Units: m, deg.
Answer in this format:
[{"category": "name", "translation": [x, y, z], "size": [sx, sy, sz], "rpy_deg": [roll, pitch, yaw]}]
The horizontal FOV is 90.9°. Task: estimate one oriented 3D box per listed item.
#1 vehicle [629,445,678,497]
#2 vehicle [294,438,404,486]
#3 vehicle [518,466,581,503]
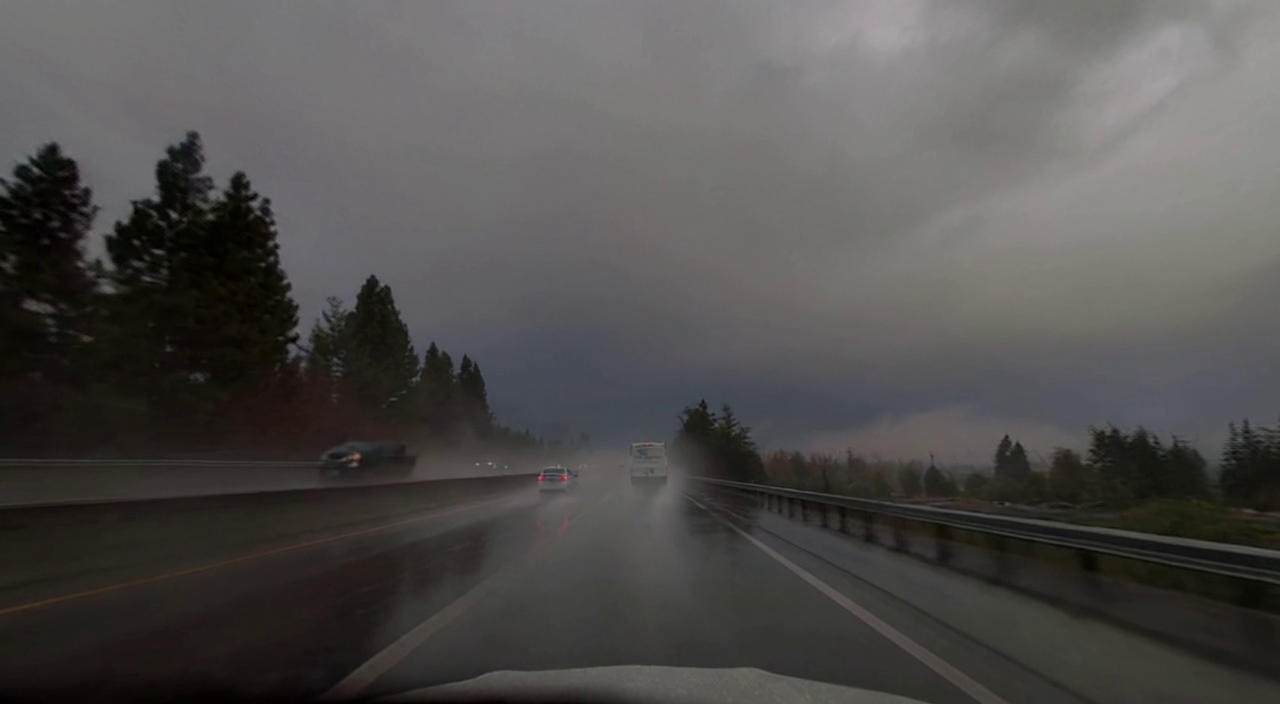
[{"category": "vehicle", "translation": [0.651, 6.512, 34.497], "size": [2.482, 2.549, 5.447], "rpy_deg": [1, -10, -1]}, {"category": "vehicle", "translation": [-12.264, 4.761, 27.053], "size": [2.092, 1.807, 5.343], "rpy_deg": [1, -11, 1]}, {"category": "vehicle", "translation": [-4.043, 6.031, 28.970], "size": [2.128, 1.491, 4.508], "rpy_deg": [1, -10, 1]}]
